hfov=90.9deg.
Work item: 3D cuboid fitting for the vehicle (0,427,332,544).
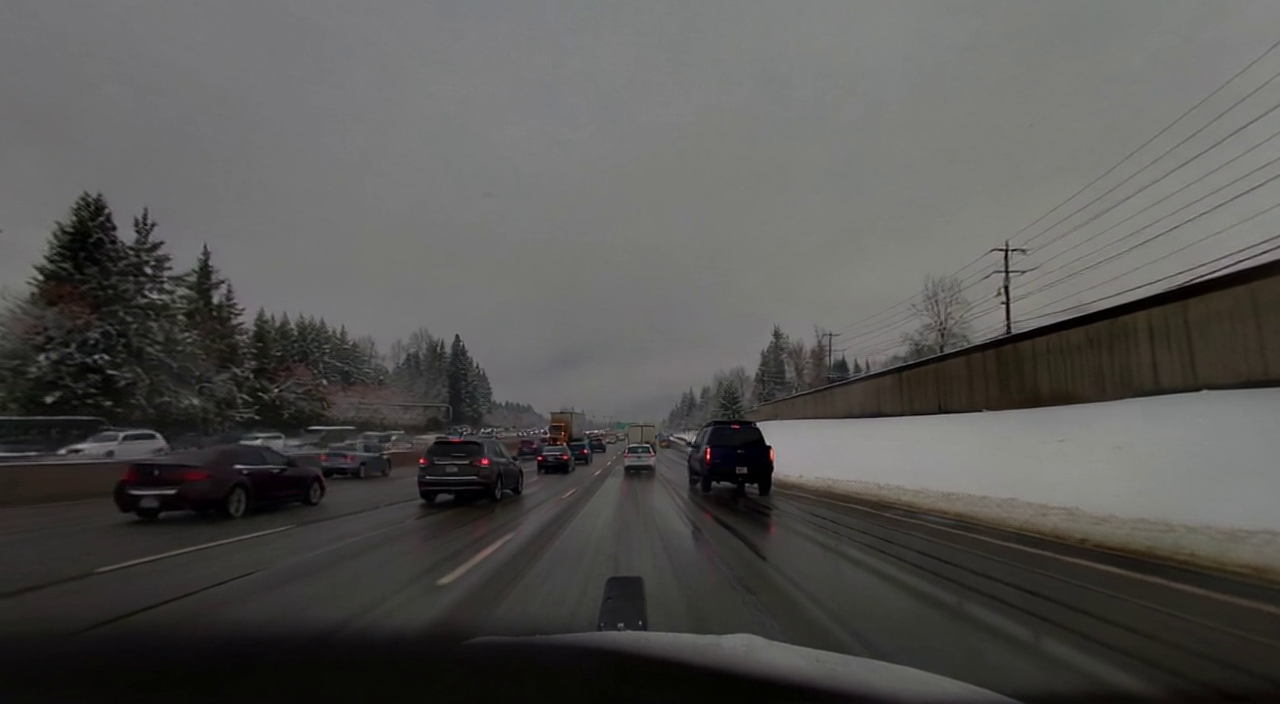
[{"bbox_3d":[-7.442,2.112,10.755,1.985,1.529,4.710,0,-8,0],"label":"vehicle"}]

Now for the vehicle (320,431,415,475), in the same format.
[{"bbox_3d":[-11.207,4.194,26.330,1.897,1.655,4.543,0,-8,1],"label":"vehicle"}]

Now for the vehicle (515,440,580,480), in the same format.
[{"bbox_3d":[-3.866,4.584,27.148,2.049,1.530,4.707,0,-8,1],"label":"vehicle"}]

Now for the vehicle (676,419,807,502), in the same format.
[{"bbox_3d":[2.816,3.253,19.398,2.793,2.132,5.682,0,-8,-3],"label":"vehicle"}]

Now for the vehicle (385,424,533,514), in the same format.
[{"bbox_3d":[-3.872,2.589,14.461,2.026,1.719,4.490,0,-8,0],"label":"vehicle"}]

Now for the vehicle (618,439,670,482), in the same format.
[{"bbox_3d":[0.162,4.620,27.193,2.092,1.671,3.889,0,-8,0],"label":"vehicle"}]
